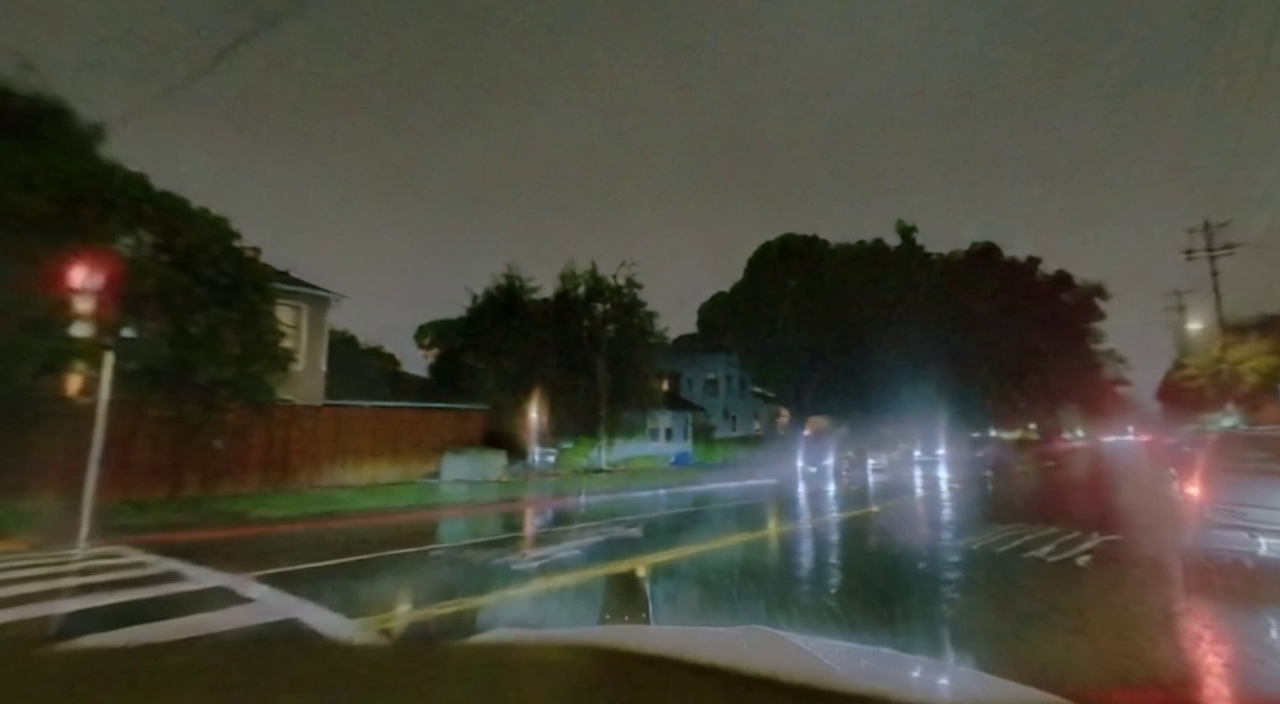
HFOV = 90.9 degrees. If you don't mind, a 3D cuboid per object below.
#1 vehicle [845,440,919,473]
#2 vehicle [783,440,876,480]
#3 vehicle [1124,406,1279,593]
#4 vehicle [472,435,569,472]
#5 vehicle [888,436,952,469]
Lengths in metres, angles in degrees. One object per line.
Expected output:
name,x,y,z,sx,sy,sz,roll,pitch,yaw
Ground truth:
vehicle,11.935,5.114,30.928,1.948,1.477,4.518,-9,-12,39
vehicle,7.974,4.455,26.224,1.963,1.470,4.671,-9,-12,38
vehicle,7.348,1.550,7.297,2.315,1.668,4.425,-8,-11,41
vehicle,-5.736,4.793,29.997,4.554,1.595,2.028,-7,-11,39
vehicle,15.817,5.638,35.468,1.973,1.755,4.528,-8,-12,40
